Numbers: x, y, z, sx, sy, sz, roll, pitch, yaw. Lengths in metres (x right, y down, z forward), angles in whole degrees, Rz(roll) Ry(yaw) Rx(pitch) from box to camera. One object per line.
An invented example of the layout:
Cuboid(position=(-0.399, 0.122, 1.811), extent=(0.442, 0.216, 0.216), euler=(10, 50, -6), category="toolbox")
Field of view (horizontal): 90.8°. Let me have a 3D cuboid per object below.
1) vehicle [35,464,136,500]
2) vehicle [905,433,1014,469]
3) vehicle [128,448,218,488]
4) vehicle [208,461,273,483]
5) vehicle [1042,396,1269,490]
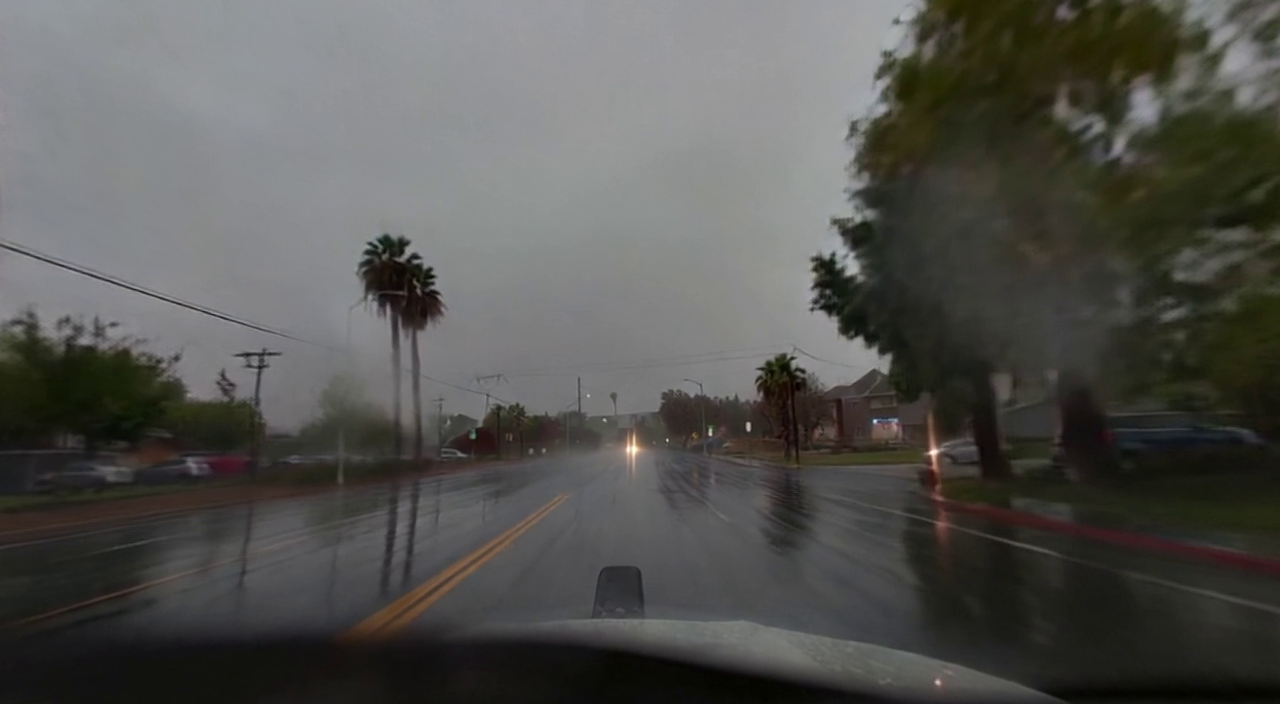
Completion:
Cuboid(position=(-26.083, 6.044, 29.706), extent=(4.452, 1.466, 1.910), euler=(-4, -10, 27), category="vehicle")
Cuboid(position=(16.214, 5.026, 32.235), extent=(4.296, 1.701, 2.255), euler=(0, -8, -1), category="vehicle")
Cuboid(position=(-26.356, 6.466, 35.640), extent=(4.714, 1.999, 2.272), euler=(-5, -8, 30), category="vehicle")
Cuboid(position=(-30.628, 9.146, 48.432), extent=(4.858, 1.473, 2.034), euler=(-5, -9, 29), category="vehicle")
Cuboid(position=(12.771, 2.261, 15.682), extent=(4.963, 2.031, 2.132), euler=(4, -9, -23), category="vehicle")
